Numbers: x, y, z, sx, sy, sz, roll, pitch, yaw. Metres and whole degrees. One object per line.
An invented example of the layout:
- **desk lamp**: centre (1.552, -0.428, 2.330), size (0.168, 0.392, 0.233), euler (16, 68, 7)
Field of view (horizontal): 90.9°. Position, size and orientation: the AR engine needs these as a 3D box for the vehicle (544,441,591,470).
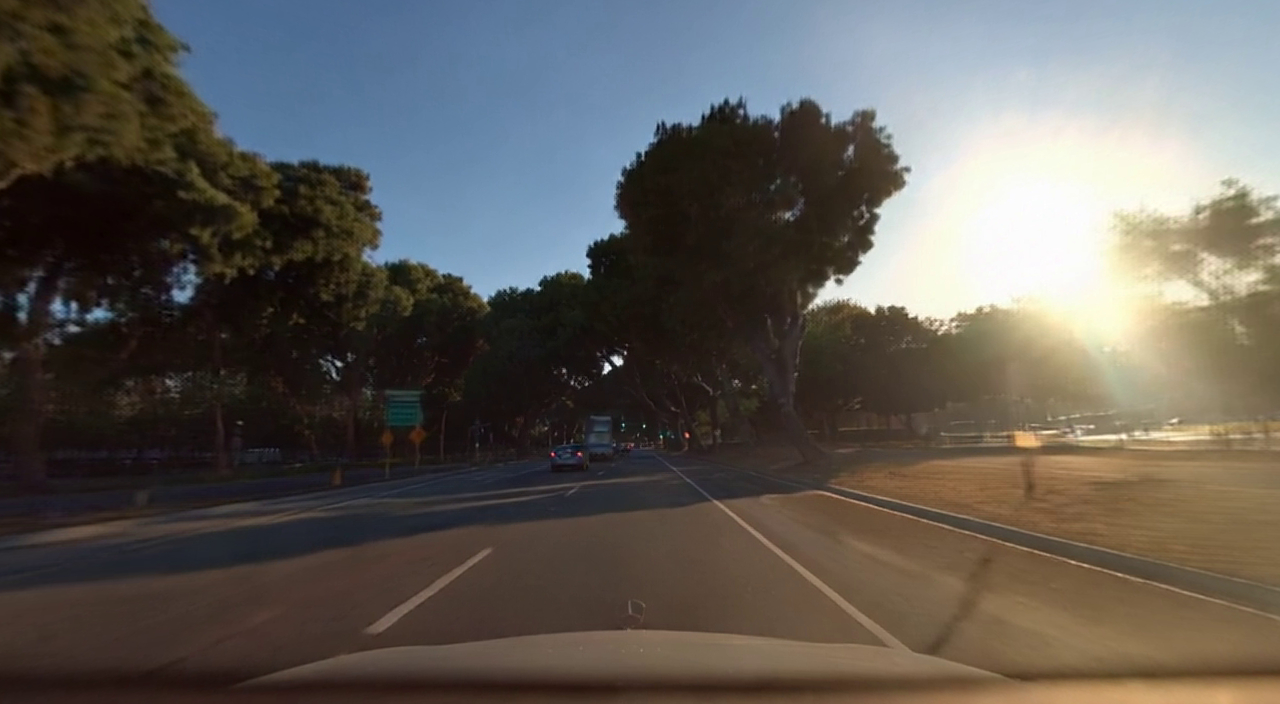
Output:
- **vehicle**: centre (-3.948, 5.703, 34.966), size (2.005, 1.462, 4.345), euler (0, -8, 1)
